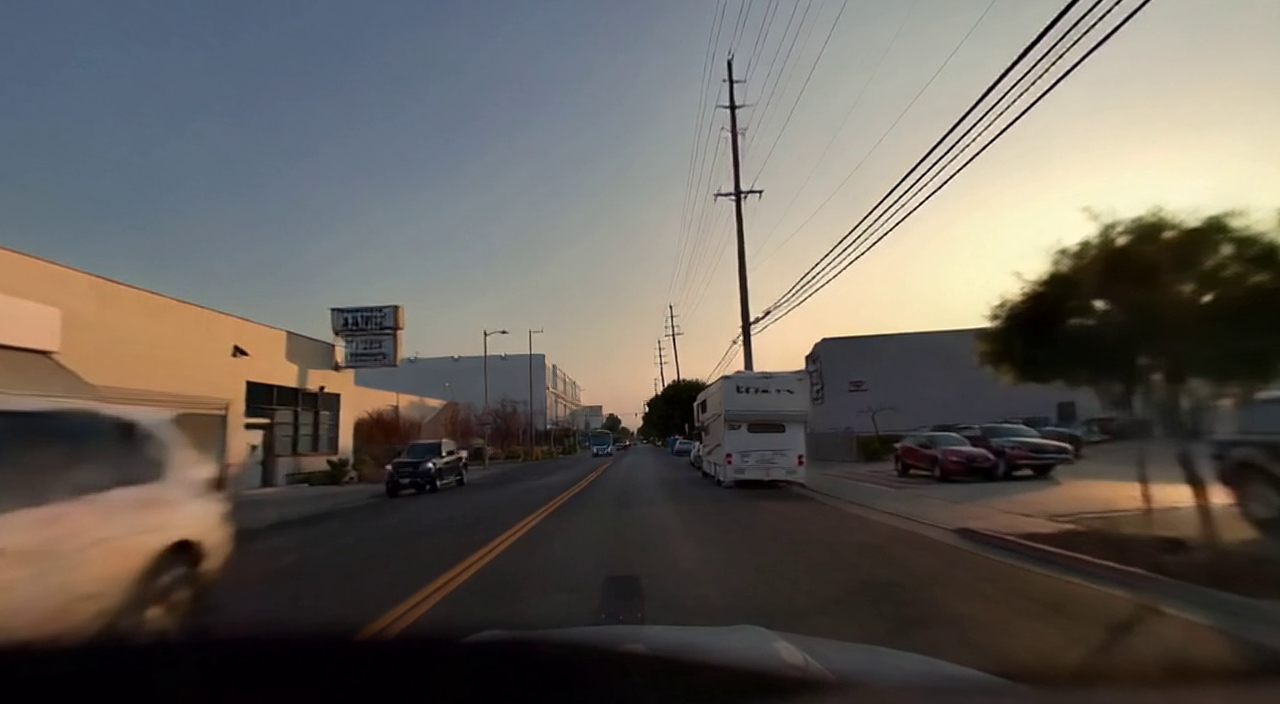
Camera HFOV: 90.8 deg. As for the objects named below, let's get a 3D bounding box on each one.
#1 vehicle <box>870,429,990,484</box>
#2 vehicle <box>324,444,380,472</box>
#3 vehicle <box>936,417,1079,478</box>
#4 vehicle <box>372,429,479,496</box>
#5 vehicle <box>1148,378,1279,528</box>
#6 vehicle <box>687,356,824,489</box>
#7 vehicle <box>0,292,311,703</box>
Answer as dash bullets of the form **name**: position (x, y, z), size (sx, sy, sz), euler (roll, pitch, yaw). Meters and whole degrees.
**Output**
- **vehicle**: position (9.634, 3.501, 21.448), size (2.039, 1.662, 4.304), euler (0, -8, 1)
- **vehicle**: position (-17.699, 6.495, 38.962), size (1.740, 1.535, 3.860), euler (-4, -9, -1)
- **vehicle**: position (12.266, 3.234, 21.548), size (2.022, 1.849, 4.509), euler (0, -8, -2)
- **vehicle**: position (-7.920, 4.129, 23.944), size (2.177, 2.075, 5.427), euler (-4, -9, 0)
- **vehicle**: position (9.415, 1.256, 7.865), size (2.111, 1.939, 4.756), euler (0, -8, -1)
- **vehicle**: position (3.846, 2.829, 23.386), size (3.029, 3.860, 7.726), euler (-5, -10, -3)
- **vehicle**: position (-3.732, 0.758, 2.428), size (2.307, 1.998, 4.734), euler (0, -8, 1)
